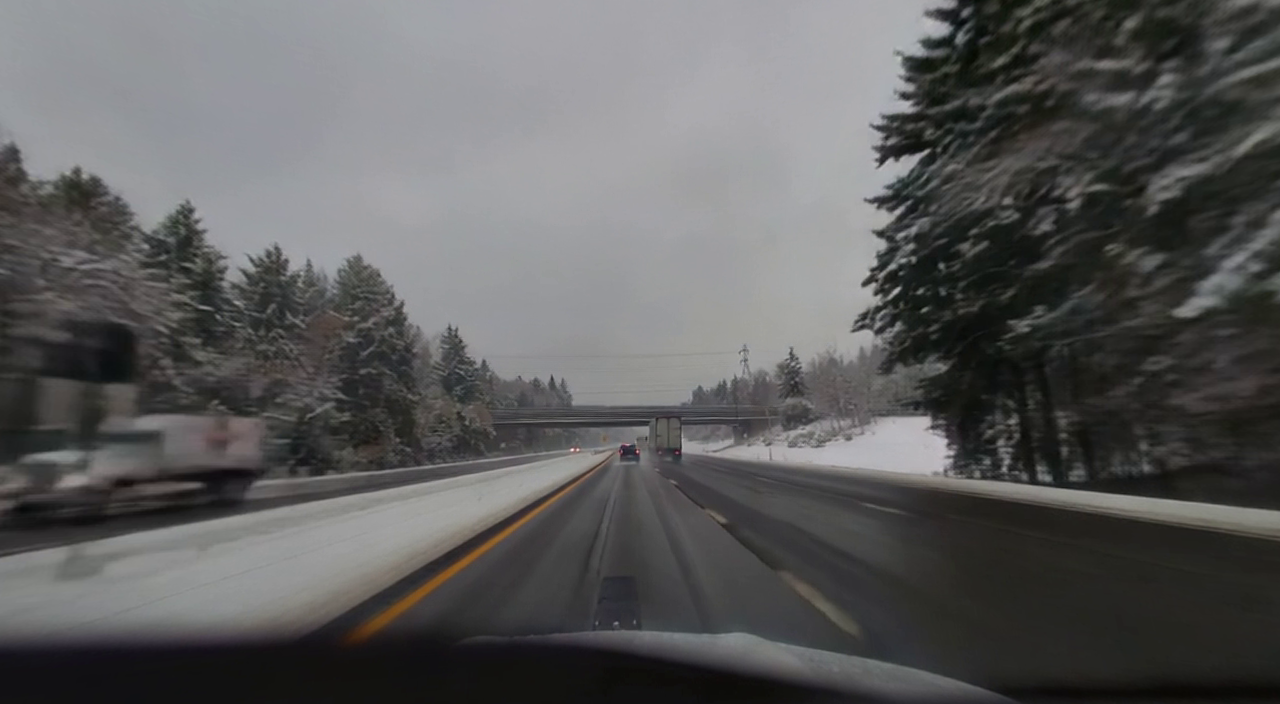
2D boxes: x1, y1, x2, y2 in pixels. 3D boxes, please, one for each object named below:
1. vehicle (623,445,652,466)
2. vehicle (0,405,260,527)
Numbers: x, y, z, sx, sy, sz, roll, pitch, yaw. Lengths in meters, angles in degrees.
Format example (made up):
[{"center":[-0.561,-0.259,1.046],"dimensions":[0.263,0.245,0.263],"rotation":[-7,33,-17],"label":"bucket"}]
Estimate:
[{"center":[-0.211,7.560,45.846],"dimensions":[1.961,1.454,3.755],"rotation":[0,-9,-2],"label":"vehicle"},{"center":[-13.643,3.007,17.071],"dimensions":[2.377,2.618,6.692],"rotation":[0,-9,0],"label":"vehicle"}]
